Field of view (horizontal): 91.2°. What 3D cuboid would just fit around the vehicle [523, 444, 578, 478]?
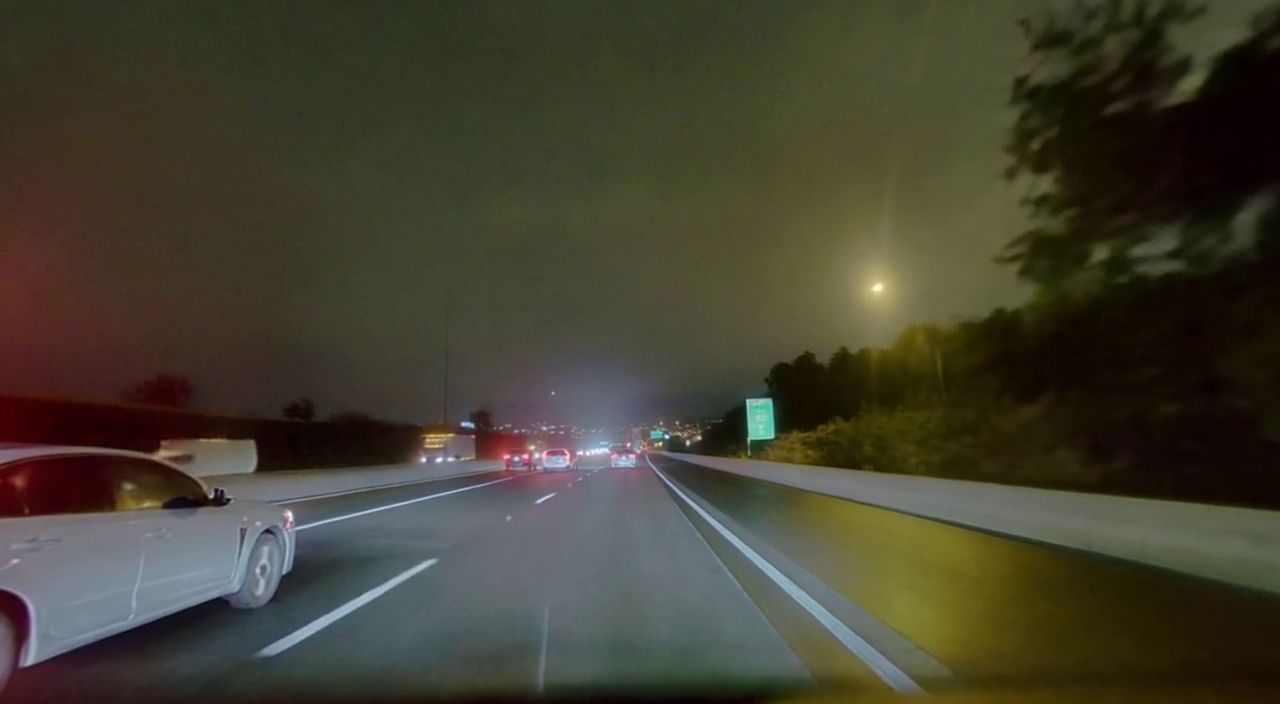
[{"bbox_3d":[-4.167,5.135,29.668,1.988,1.477,4.118,0,-9,0],"label":"vehicle"}]

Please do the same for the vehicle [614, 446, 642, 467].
[{"bbox_3d":[-0.888,7.724,46.538,2.023,1.479,3.718,0,-9,-1],"label":"vehicle"}]

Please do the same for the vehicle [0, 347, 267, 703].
[{"bbox_3d":[-4.035,0.840,2.682,2.074,1.779,4.588,0,-9,-1],"label":"vehicle"}]

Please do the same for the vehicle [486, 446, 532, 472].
[{"bbox_3d":[-7.904,6.467,38.059,1.936,1.516,3.904,0,-9,0],"label":"vehicle"}]
